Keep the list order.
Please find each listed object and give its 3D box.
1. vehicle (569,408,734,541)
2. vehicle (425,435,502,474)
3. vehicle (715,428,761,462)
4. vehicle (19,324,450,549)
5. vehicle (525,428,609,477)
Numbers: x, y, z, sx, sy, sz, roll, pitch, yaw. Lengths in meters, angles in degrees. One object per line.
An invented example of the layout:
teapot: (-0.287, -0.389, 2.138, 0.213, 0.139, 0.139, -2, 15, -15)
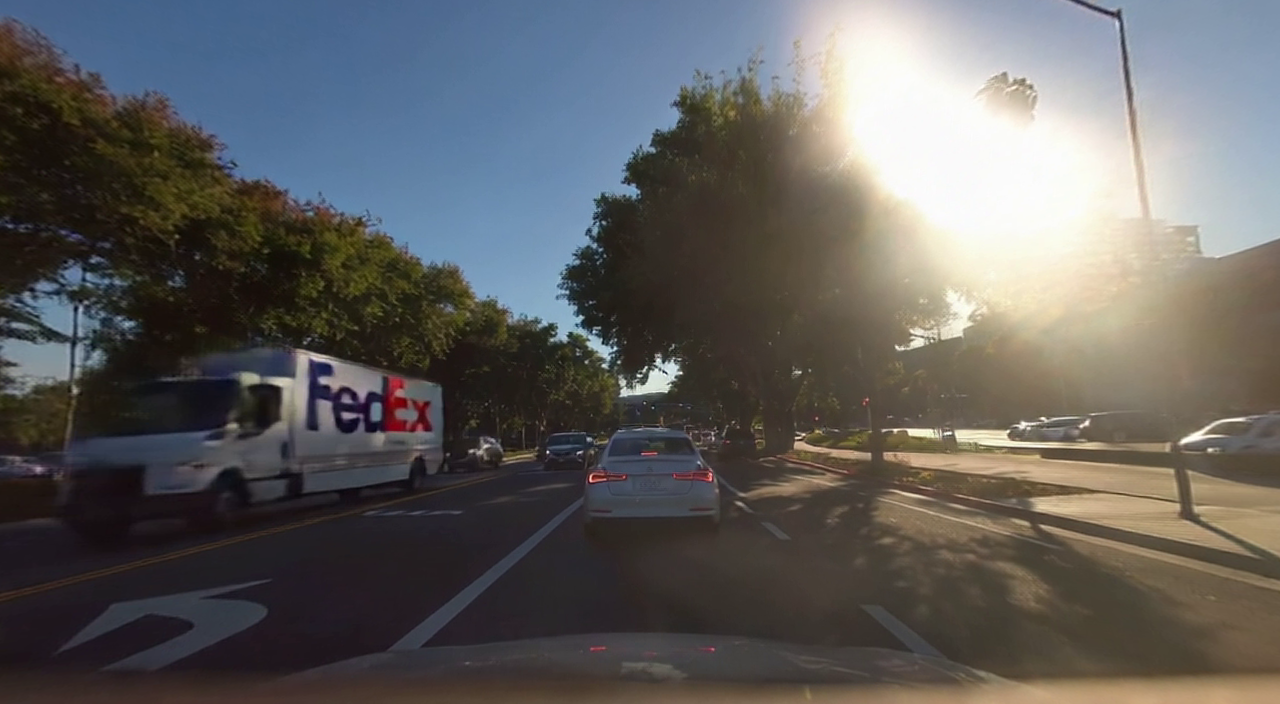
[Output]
vehicle: (0.175, 1.907, 10.386, 2.154, 1.710, 4.128, -1, -8, 1)
vehicle: (-8.773, 5.156, 31.932, 2.039, 1.769, 4.911, -1, -8, 6)
vehicle: (5.465, 5.268, 35.695, 2.155, 1.786, 4.459, -1, -8, 3)
vehicle: (-7.421, 1.911, 14.127, 2.961, 3.316, 9.483, -1, -8, 3)
vehicle: (-2.808, 4.046, 25.603, 2.057, 1.786, 4.725, -2, -8, 11)
